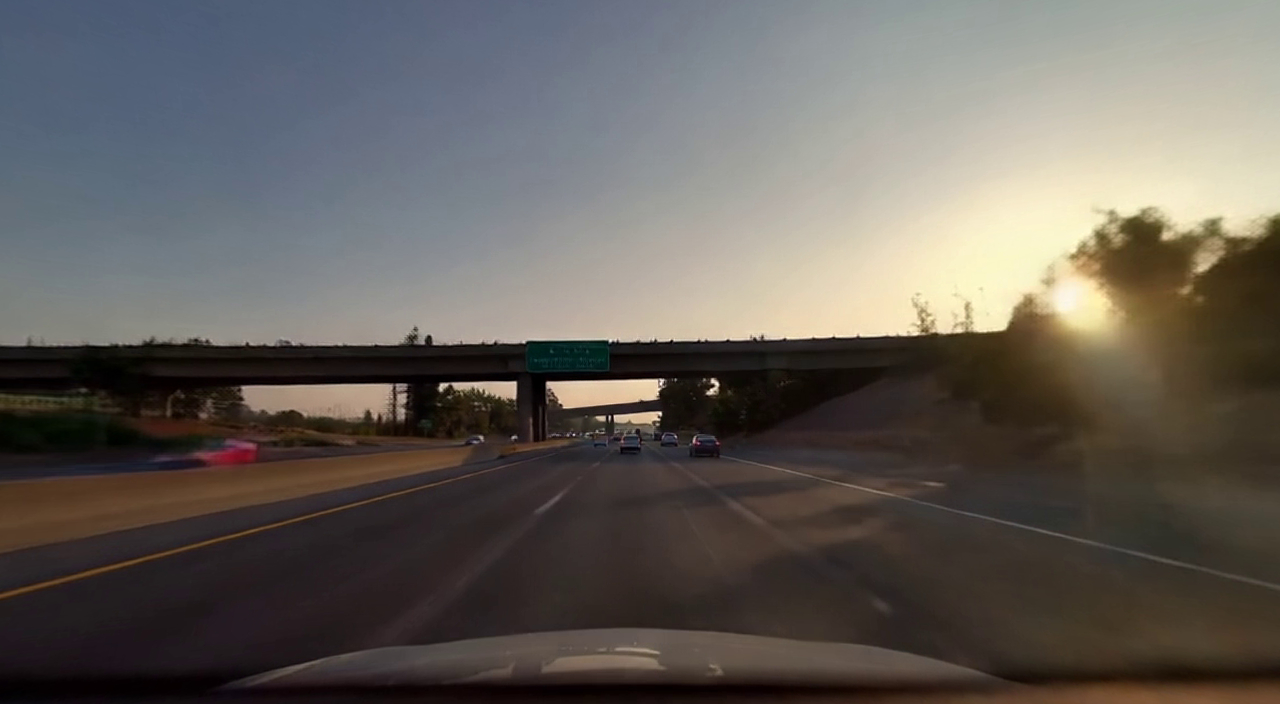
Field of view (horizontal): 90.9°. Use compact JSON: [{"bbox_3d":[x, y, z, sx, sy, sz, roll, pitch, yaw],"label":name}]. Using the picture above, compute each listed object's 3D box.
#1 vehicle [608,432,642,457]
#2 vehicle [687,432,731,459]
[{"bbox_3d":[-0.919,5.720,39.028,1.987,1.440,3.565,0,-8,-1],"label":"vehicle"},{"bbox_3d":[4.103,5.602,37.998,2.056,1.508,4.093,0,-8,-2],"label":"vehicle"}]
